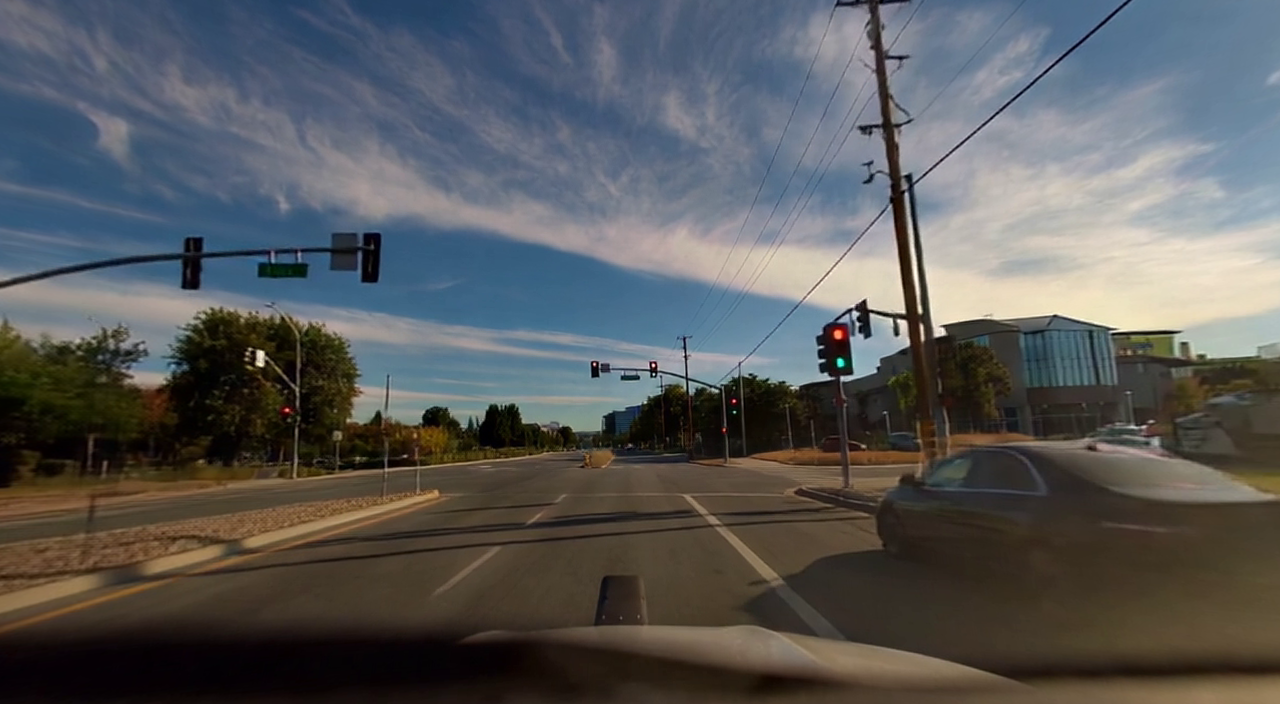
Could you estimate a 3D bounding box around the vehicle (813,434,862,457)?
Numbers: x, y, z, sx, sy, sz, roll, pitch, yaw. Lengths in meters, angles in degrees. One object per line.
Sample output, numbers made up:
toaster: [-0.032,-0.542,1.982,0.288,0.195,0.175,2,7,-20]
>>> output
vehicle: [15.009,7.172,48.366,1.959,1.471,4.570,-4,-9,-4]

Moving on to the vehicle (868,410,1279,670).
vehicle: [4.004,1.436,5.956,1.961,1.497,4.415,0,-9,-1]

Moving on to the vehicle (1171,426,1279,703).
vehicle: [3.967,0.803,1.238,1.833,1.444,4.589,0,-9,0]
